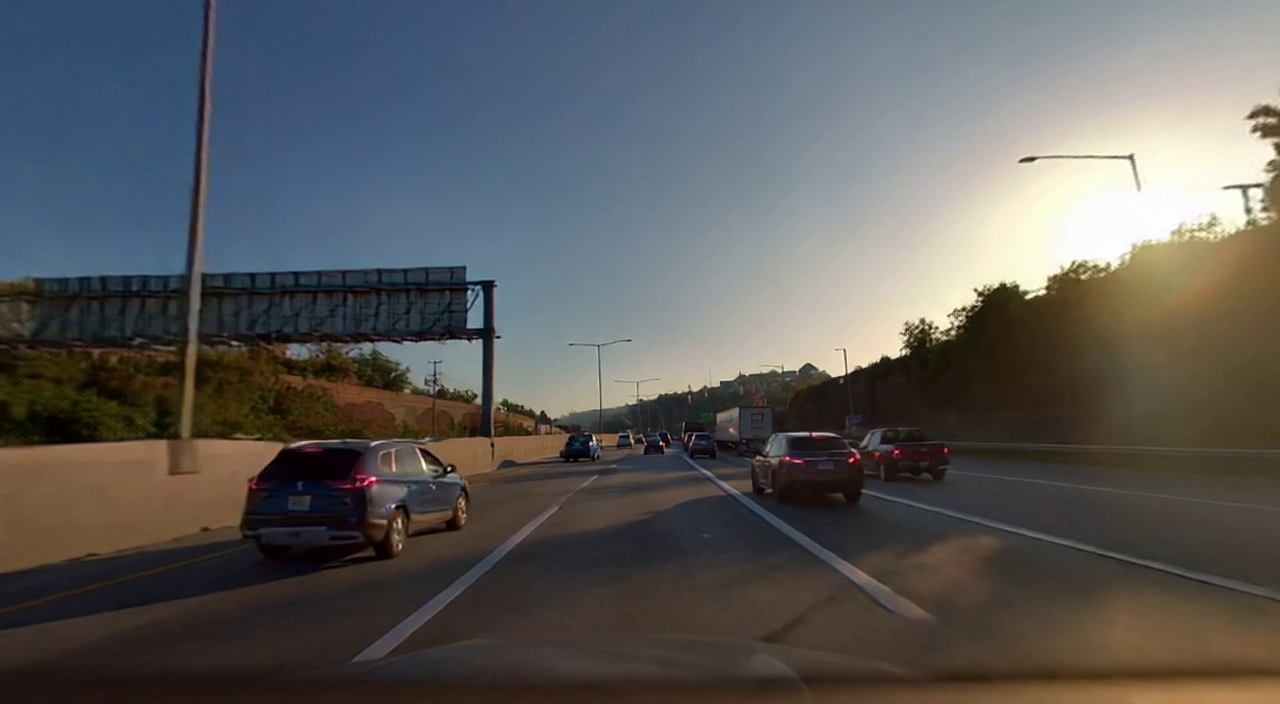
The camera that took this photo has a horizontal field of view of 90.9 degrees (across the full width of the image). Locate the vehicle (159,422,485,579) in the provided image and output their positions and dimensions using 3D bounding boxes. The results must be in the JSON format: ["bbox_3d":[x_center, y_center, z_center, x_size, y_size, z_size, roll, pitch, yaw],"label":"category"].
[{"bbox_3d":[-3.590,1.737,8.280,1.914,1.476,4.416,-1,-8,1],"label":"vehicle"}]

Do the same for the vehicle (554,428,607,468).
[{"bbox_3d":[-2.748,4.569,30.116,2.006,1.741,4.277,-1,-8,2],"label":"vehicle"}]

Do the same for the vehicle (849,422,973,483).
[{"bbox_3d":[8.483,3.191,20.291,1.987,1.726,4.515,0,-8,0],"label":"vehicle"}]

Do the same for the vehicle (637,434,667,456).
[{"bbox_3d":[0.842,6.604,44.710,2.040,1.461,3.984,-1,-8,1],"label":"vehicle"}]

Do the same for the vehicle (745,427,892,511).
[{"bbox_3d":[3.566,2.412,13.463,1.933,1.492,4.125,0,-8,0],"label":"vehicle"}]

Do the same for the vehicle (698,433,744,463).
[{"bbox_3d":[4.399,5.273,34.818,1.933,1.503,4.520,-1,-8,0],"label":"vehicle"}]
